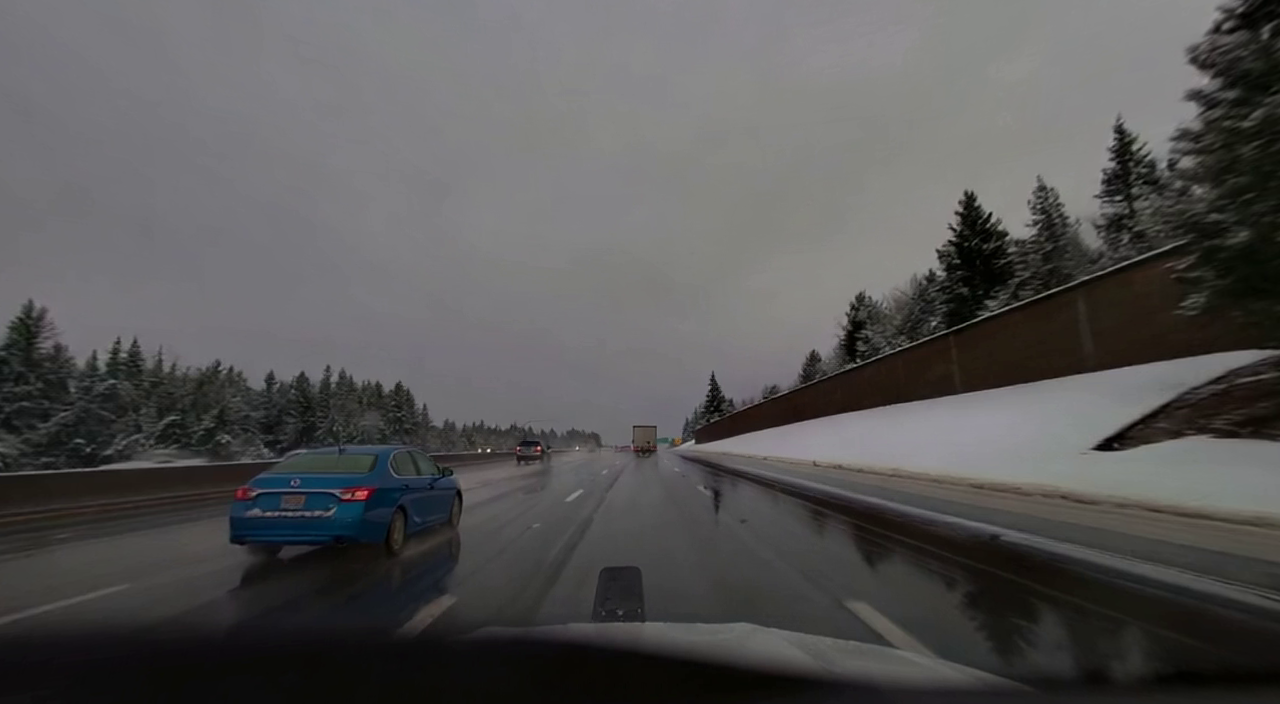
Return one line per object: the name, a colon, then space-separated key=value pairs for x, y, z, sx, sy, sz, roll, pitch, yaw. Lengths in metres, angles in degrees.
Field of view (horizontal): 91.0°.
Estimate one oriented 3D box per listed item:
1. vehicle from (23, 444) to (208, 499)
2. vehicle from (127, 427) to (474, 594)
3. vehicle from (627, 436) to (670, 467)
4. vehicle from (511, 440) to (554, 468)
vehicle: x=-16.940 y=3.849 z=20.748 sx=1.939 sy=1.591 sz=4.751 roll=0 pitch=-9 yaw=1
vehicle: x=-3.707 y=1.791 z=8.040 sx=2.000 sy=1.512 sz=4.371 roll=0 pitch=-9 yaw=0
vehicle: x=0.501 y=7.007 z=44.461 sx=2.856 sy=1.994 sz=4.931 roll=0 pitch=-9 yaw=-1
vehicle: x=-7.248 y=6.912 z=42.793 sx=2.068 sy=1.757 sz=4.611 roll=0 pitch=-9 yaw=0
